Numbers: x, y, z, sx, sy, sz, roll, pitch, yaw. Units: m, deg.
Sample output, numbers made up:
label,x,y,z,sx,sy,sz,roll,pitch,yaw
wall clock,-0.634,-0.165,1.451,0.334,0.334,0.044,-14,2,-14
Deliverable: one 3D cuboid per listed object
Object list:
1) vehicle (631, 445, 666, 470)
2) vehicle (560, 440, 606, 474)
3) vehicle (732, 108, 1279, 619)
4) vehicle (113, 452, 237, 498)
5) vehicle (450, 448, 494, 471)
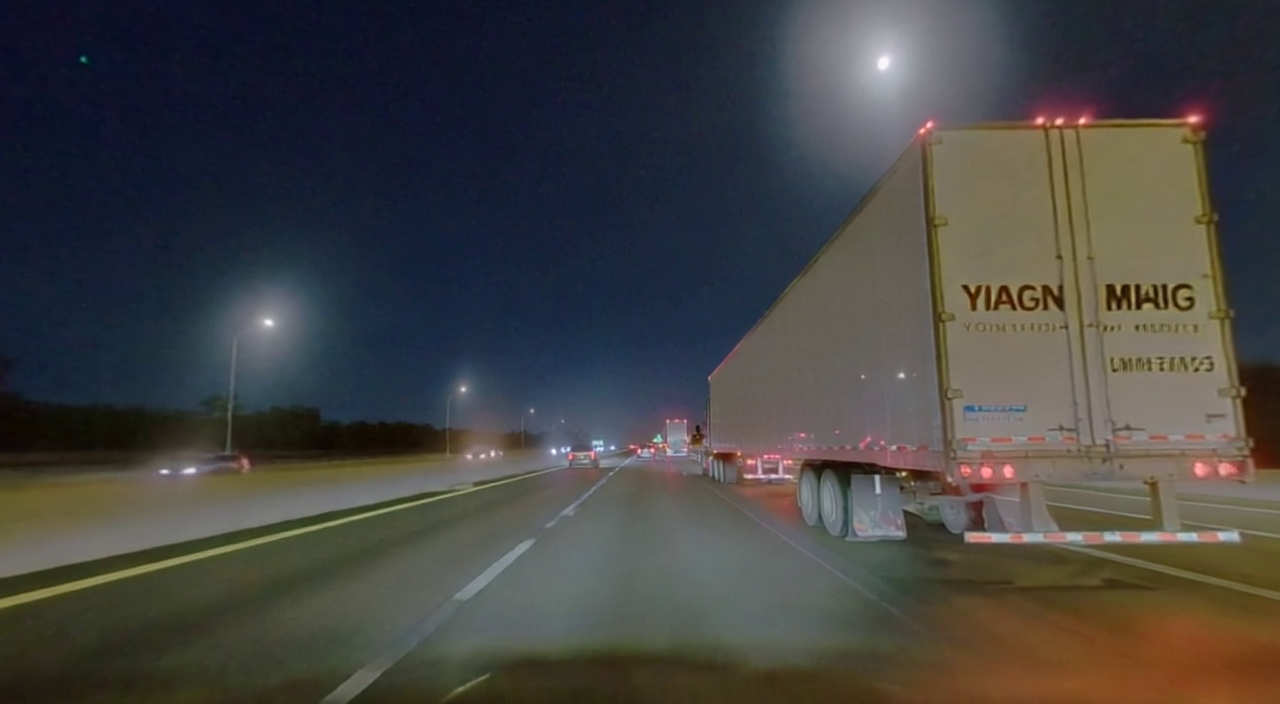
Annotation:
label,x,y,z,sx,sy,sz,roll,pitch,yaw
vehicle,0.516,6.623,39.678,2.063,1.469,4.208,0,-9,0
vehicle,-3.077,5.787,34.926,2.058,1.711,4.226,0,-9,1
vehicle,3.946,0.910,11.211,2.821,4.077,12.562,0,-9,0
vehicle,-19.364,5.108,26.551,1.897,1.729,4.321,0,-9,0
vehicle,-11.990,7.701,45.330,1.839,1.503,4.410,0,-9,1
